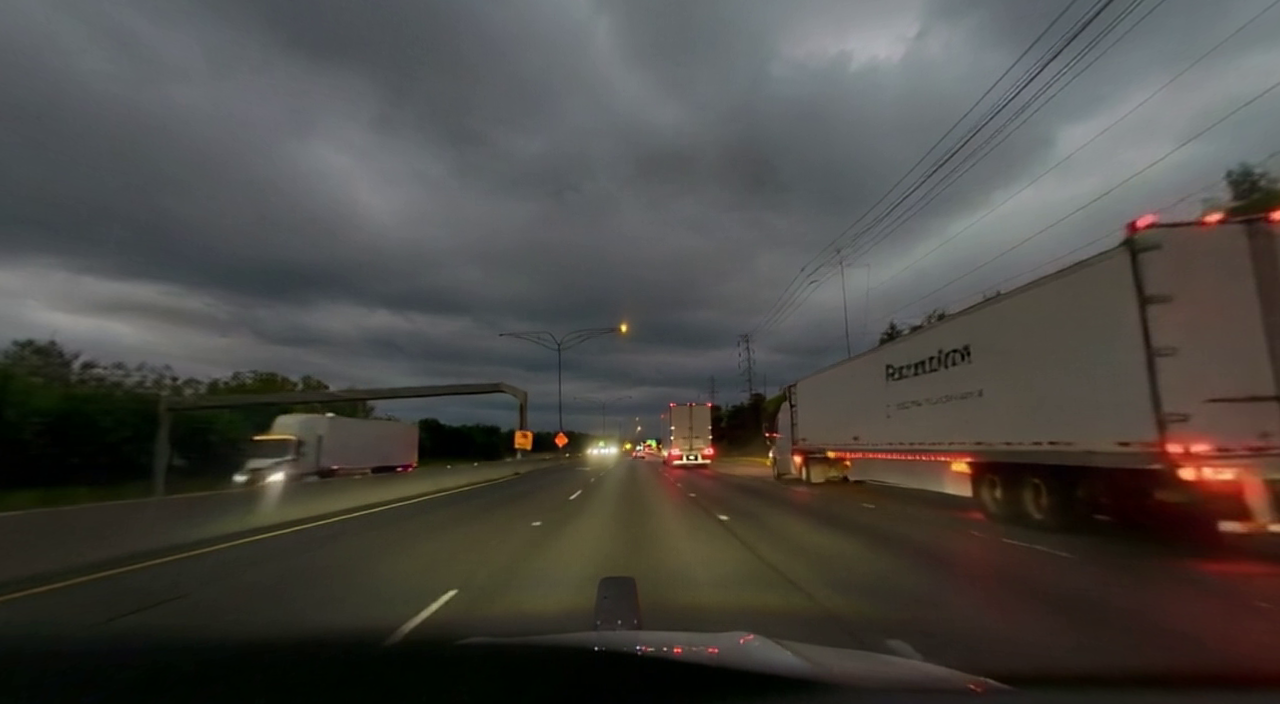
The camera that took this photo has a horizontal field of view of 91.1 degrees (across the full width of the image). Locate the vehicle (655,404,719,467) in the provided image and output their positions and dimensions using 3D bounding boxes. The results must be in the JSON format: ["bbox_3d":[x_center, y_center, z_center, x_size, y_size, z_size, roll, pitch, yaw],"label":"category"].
[{"bbox_3d":[3.235,6.682,49.157,3.202,4.046,17.146,0,-9,-1],"label":"vehicle"}]

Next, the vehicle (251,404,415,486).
[{"bbox_3d":[-19.548,6.278,42.235,2.863,4.358,16.366,0,-9,0],"label":"vehicle"}]

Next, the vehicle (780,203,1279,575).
[{"bbox_3d":[7.231,1.626,15.571,3.400,4.134,17.388,0,-9,0],"label":"vehicle"}]
